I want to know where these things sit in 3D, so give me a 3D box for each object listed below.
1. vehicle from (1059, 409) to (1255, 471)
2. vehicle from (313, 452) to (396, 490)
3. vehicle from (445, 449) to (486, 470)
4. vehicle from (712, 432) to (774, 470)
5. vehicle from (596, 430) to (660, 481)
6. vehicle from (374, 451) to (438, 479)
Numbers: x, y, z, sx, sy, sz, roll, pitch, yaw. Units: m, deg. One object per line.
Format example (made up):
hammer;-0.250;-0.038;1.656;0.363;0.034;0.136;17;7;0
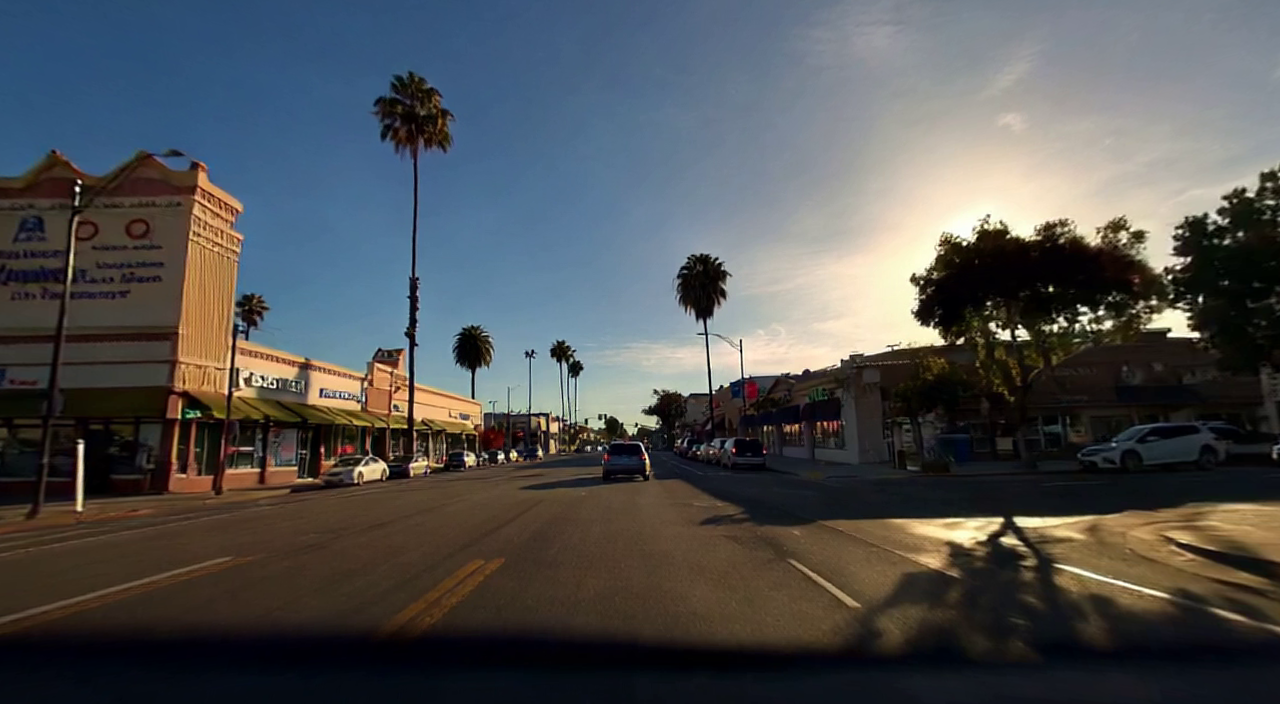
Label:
vehicle;19.050;3.296;23.428;5.096;2.029;2.324;-2;-9;0
vehicle;-13.263;5.523;29.572;1.881;1.484;4.565;-3;-8;-1
vehicle;-13.344;8.212;48.371;1.840;1.521;4.450;0;-8;1
vehicle;5.574;5.491;34.974;2.430;1.924;5.779;0;-8;0
vehicle;-0.433;3.903;23.930;2.239;1.763;4.096;0;-8;-1
vehicle;-13.337;6.447;36.147;1.968;1.472;4.345;0;-8;1
